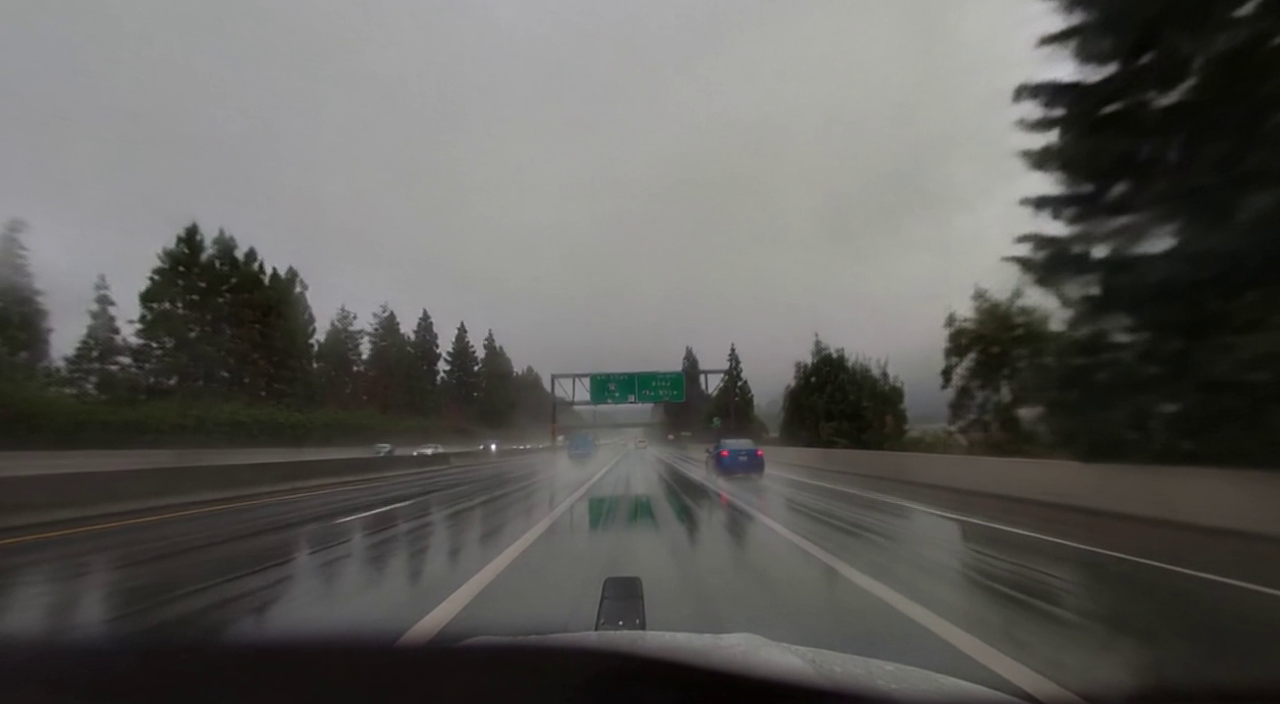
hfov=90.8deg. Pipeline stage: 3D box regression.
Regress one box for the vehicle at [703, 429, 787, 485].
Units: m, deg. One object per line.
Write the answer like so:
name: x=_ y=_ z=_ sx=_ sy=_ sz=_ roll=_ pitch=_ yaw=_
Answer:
vehicle: x=3.430 y=3.538 z=21.508 sx=2.053 sy=1.714 sz=4.097 roll=0 pitch=-9 yaw=-1

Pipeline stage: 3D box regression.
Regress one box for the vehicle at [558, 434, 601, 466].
vehicle: x=-3.549 y=5.898 z=38.042 sx=2.173 sy=1.793 sz=4.564 roll=0 pitch=-9 yaw=0
